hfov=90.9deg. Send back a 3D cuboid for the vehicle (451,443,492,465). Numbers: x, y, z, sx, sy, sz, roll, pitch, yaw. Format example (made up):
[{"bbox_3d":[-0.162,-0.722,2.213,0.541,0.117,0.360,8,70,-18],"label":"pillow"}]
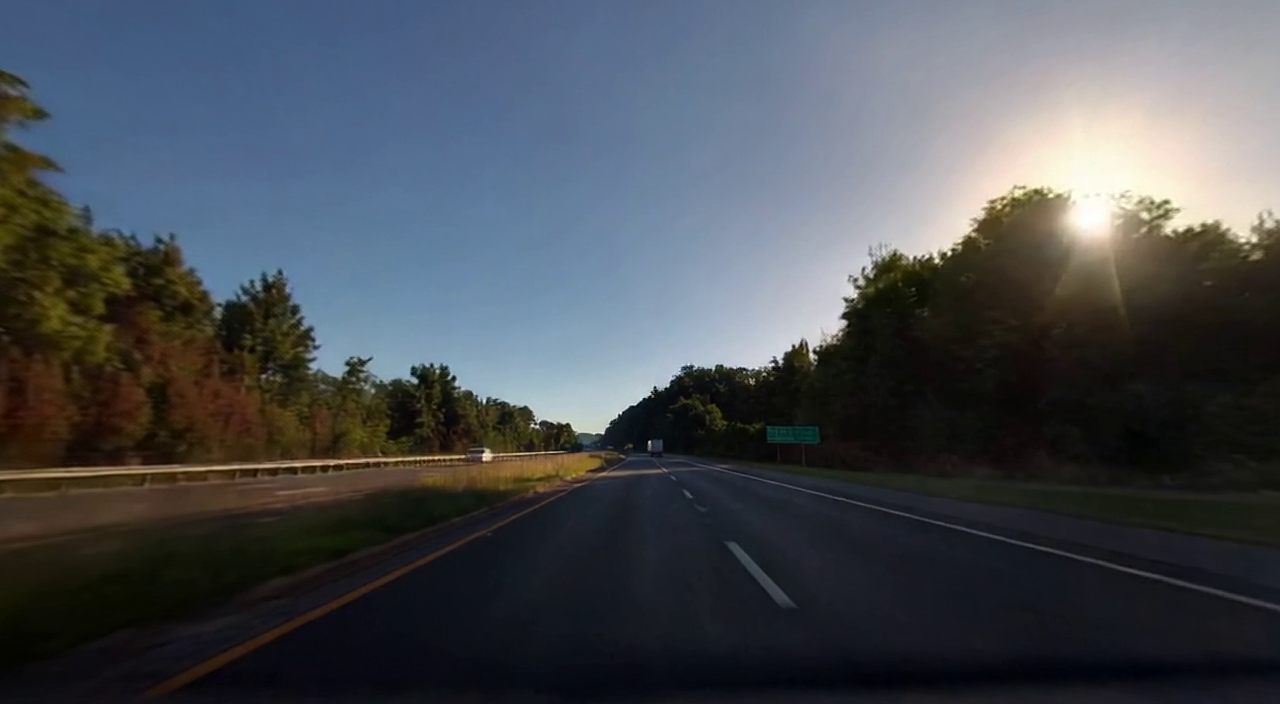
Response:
[{"bbox_3d":[-12.908,7.866,48.620,1.966,1.628,4.185,0,-9,0],"label":"vehicle"}]
